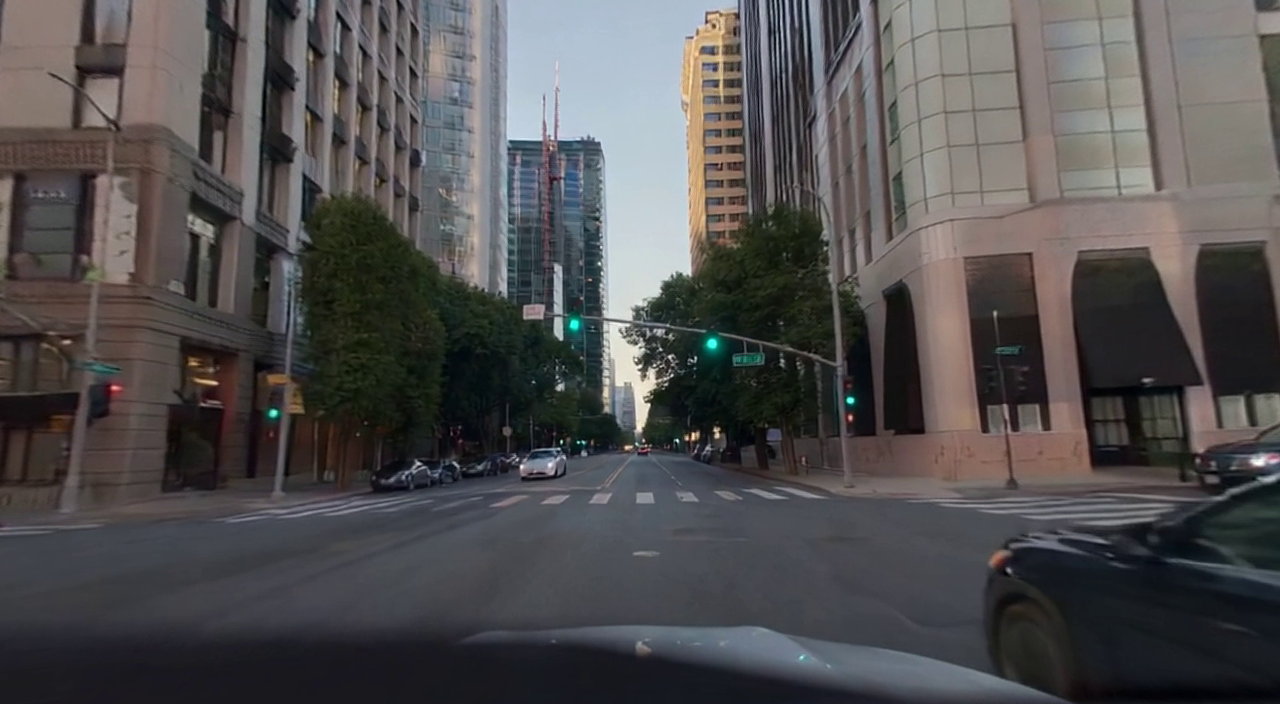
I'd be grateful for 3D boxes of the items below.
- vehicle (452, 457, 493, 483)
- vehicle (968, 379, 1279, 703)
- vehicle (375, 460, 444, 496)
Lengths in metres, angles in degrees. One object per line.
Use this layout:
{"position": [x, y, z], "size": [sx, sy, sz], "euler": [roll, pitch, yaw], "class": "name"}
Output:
{"position": [-12.095, 8.534, 45.497], "size": [1.867, 1.583, 4.108], "euler": [-1, -8, 0], "class": "vehicle"}
{"position": [3.157, 0.814, 1.773], "size": [2.080, 1.524, 4.348], "euler": [0, -9, 0], "class": "vehicle"}
{"position": [-12.145, 6.630, 33.378], "size": [1.910, 1.511, 4.565], "euler": [-1, -7, 0], "class": "vehicle"}
